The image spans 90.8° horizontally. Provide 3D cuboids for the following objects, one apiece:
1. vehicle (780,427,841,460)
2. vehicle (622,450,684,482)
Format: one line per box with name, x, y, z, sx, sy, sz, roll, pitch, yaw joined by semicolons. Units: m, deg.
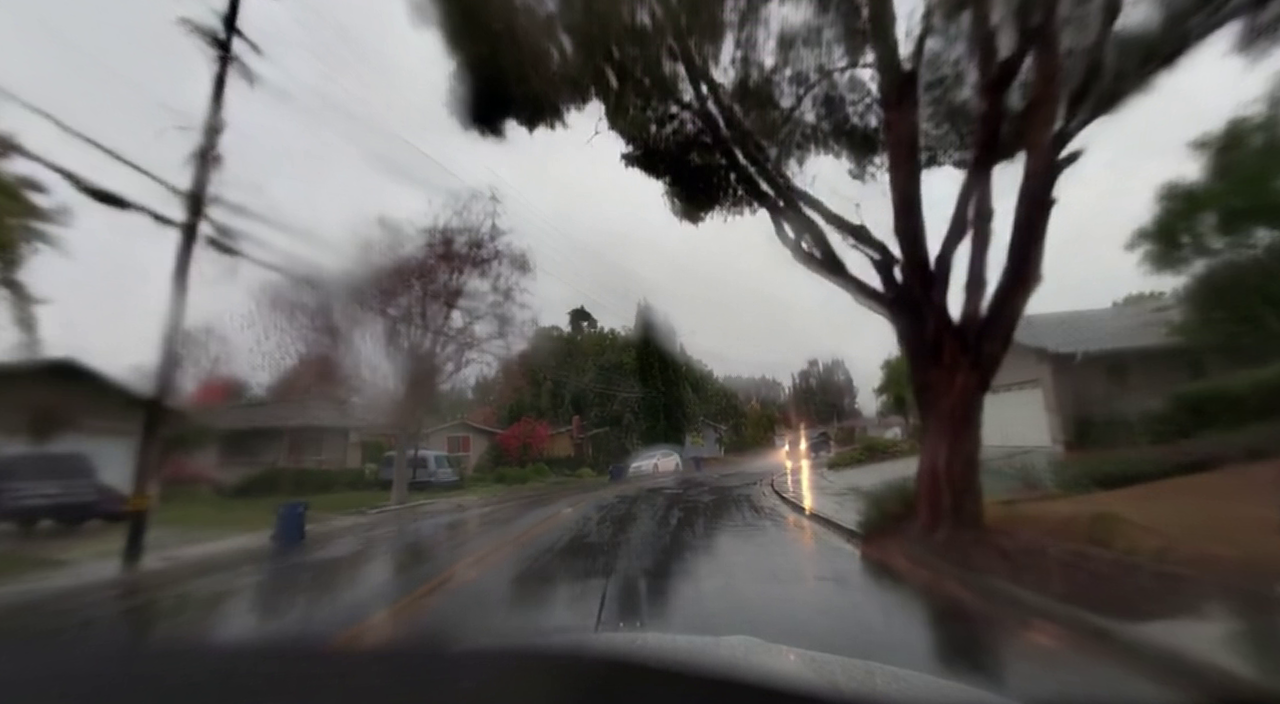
vehicle;11.055;5.903;40.707;2.086;1.974;4.890;-6;-10;36
vehicle;0.907;7.384;41.281;2.039;1.949;4.511;-5;-10;32
